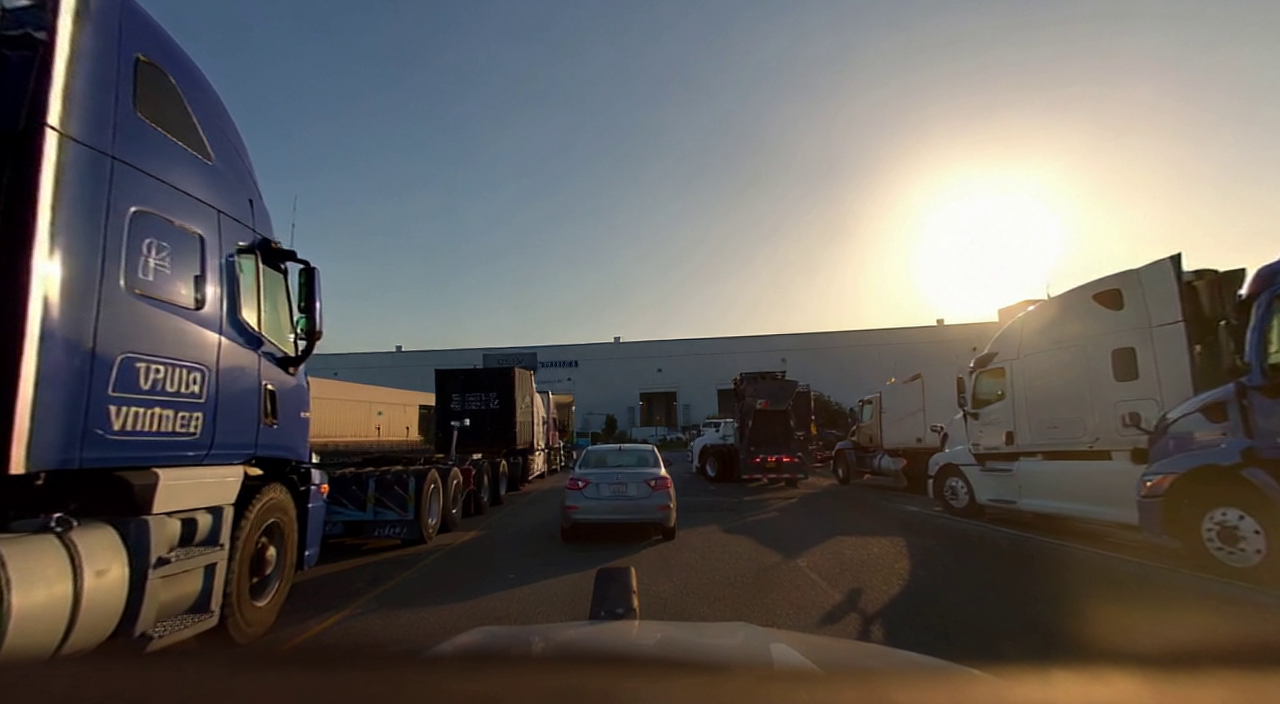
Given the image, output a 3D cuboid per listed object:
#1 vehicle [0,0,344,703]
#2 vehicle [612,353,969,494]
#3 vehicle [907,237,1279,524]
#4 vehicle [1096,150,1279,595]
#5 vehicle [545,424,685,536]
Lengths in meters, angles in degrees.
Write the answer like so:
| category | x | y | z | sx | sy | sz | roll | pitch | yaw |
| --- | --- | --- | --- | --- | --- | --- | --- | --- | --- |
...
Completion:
| category | x | y | z | sx | sy | sz | roll | pitch | yaw |
| --- | --- | --- | --- | --- | --- | --- | --- | --- | --- |
| vehicle | -3.961 | -0.170 | 0.643 | 2.986 | 3.391 | 9.523 | 0 | -9 | -2 |
| vehicle | 4.614 | 3.035 | 24.811 | 2.877 | 4.124 | 14.516 | 4 | -10 | -41 |
| vehicle | 10.743 | 0.481 | 9.890 | 11.409 | 4.186 | 2.923 | -8 | -12 | 41 |
| vehicle | 11.159 | -0.340 | 3.272 | 13.564 | 4.152 | 3.110 | -9 | -12 | 42 |
| vehicle | -0.405 | 2.270 | 11.640 | 2.140 | 1.682 | 3.971 | 0 | -9 | -1 |
